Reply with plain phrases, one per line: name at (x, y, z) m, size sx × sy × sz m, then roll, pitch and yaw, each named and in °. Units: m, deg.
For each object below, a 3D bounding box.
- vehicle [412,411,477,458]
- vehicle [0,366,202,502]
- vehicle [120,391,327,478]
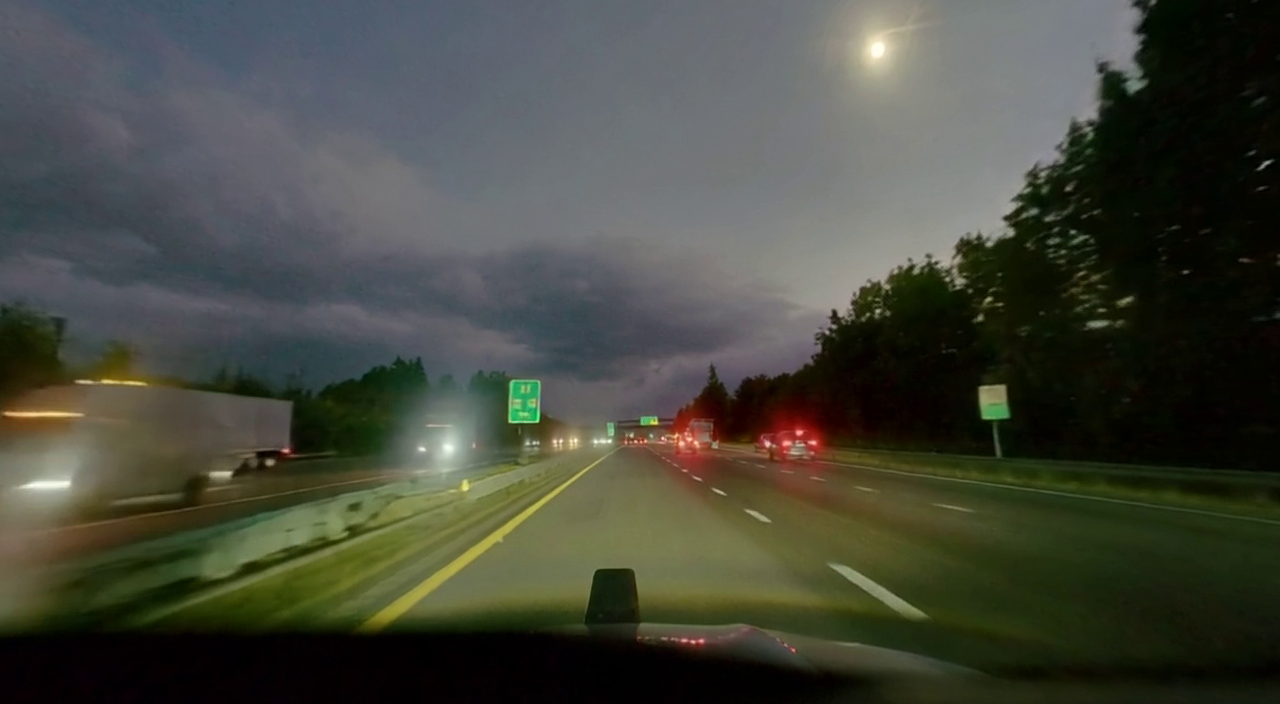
vehicle at (-12.882, 5.501, 42.047) m, size 2.310 × 2.895 × 6.410 m, roll 0°, pitch -8°, yaw 0°
vehicle at (-12.740, 1.706, 13.033) m, size 2.205 × 2.451 × 7.175 m, roll 0°, pitch -8°, yaw 0°
vehicle at (-17.271, 3.593, 27.329) m, size 2.699 × 3.101 × 9.300 m, roll 0°, pitch -8°, yaw -1°
